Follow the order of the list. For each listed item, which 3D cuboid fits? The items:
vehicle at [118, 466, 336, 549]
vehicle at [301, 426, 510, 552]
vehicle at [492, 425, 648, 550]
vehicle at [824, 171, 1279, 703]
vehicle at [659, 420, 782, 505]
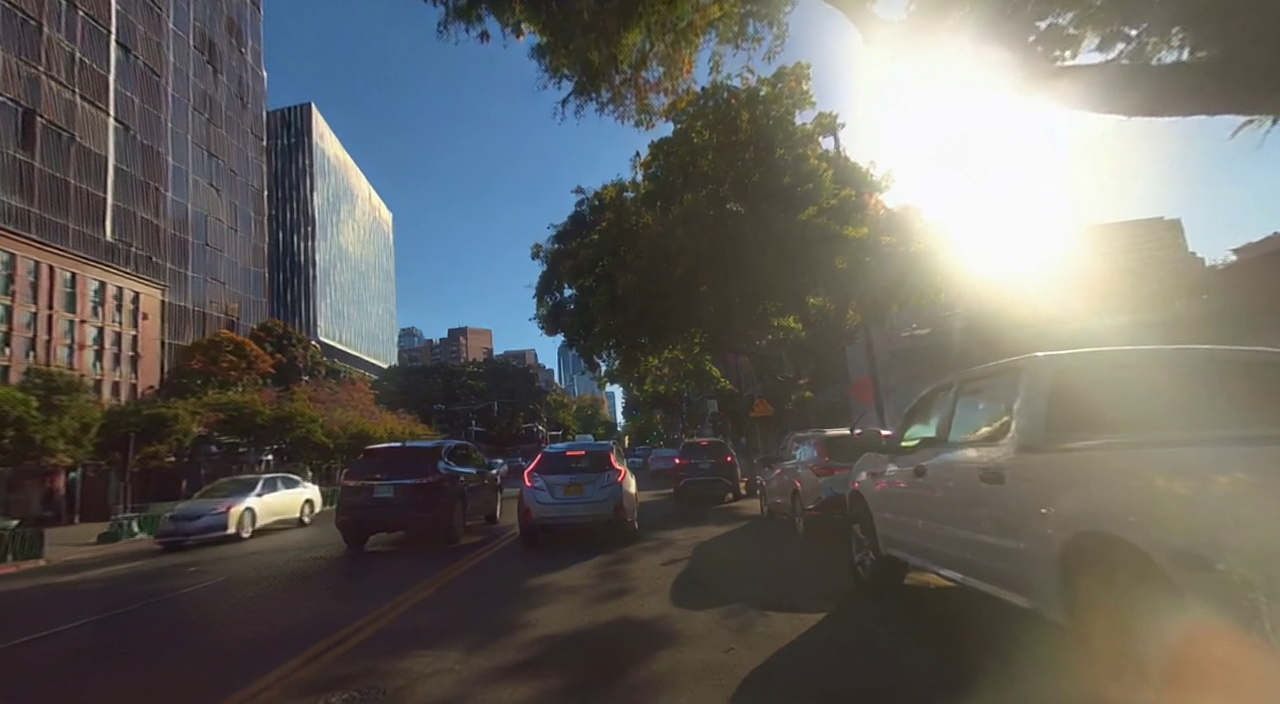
[{"bbox_3d":[-9.273,3.488,14.822,1.976,1.475,4.684,0,-9,0],"label":"vehicle"},{"bbox_3d":[-3.939,2.356,11.690,2.000,1.818,4.668,0,-8,1],"label":"vehicle"},{"bbox_3d":[-0.923,2.124,10.575,2.076,1.667,3.948,0,-8,1],"label":"vehicle"},{"bbox_3d":[2.981,0.757,3.565,2.225,2.070,5.264,0,-8,-1],"label":"vehicle"},{"bbox_3d":[2.385,2.953,17.405,2.352,1.953,4.798,-3,-9,19],"label":"vehicle"}]
